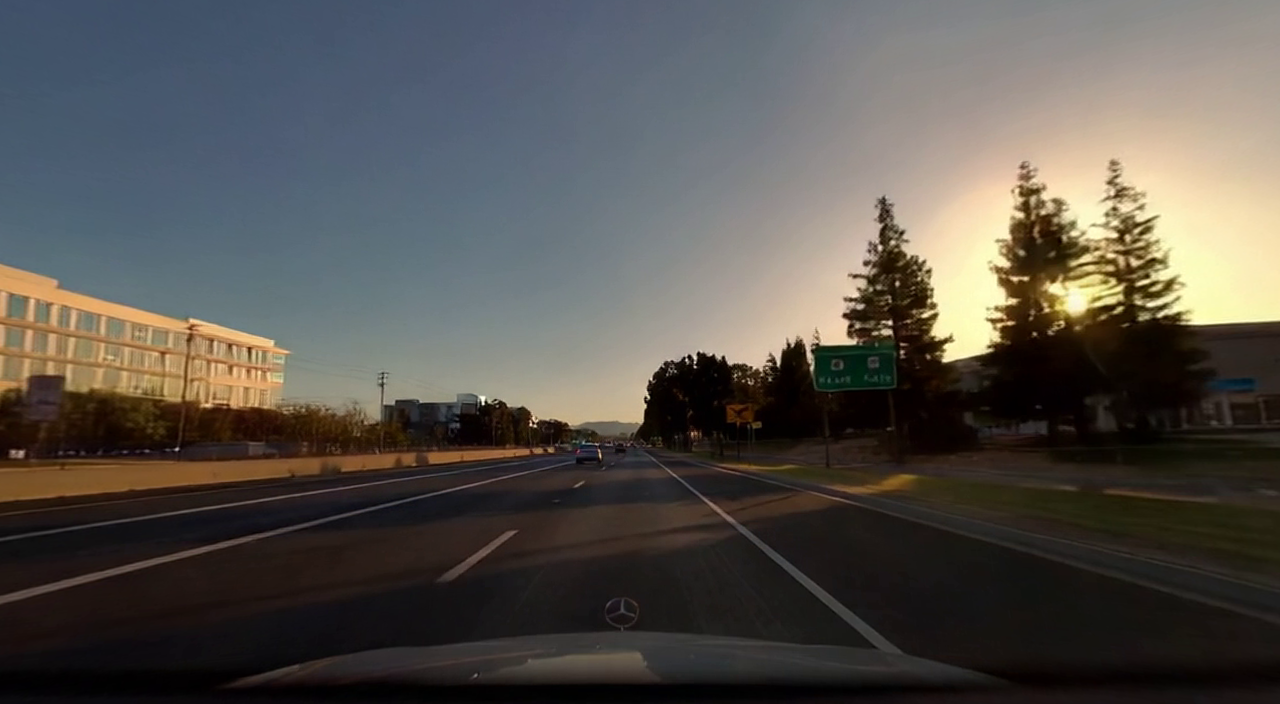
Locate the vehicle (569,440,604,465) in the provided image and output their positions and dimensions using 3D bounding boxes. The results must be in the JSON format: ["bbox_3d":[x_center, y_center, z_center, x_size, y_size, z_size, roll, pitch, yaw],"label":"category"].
[{"bbox_3d":[-3.823,7.335,46.248,2.150,1.761,4.697,0,-8,0],"label":"vehicle"}]
